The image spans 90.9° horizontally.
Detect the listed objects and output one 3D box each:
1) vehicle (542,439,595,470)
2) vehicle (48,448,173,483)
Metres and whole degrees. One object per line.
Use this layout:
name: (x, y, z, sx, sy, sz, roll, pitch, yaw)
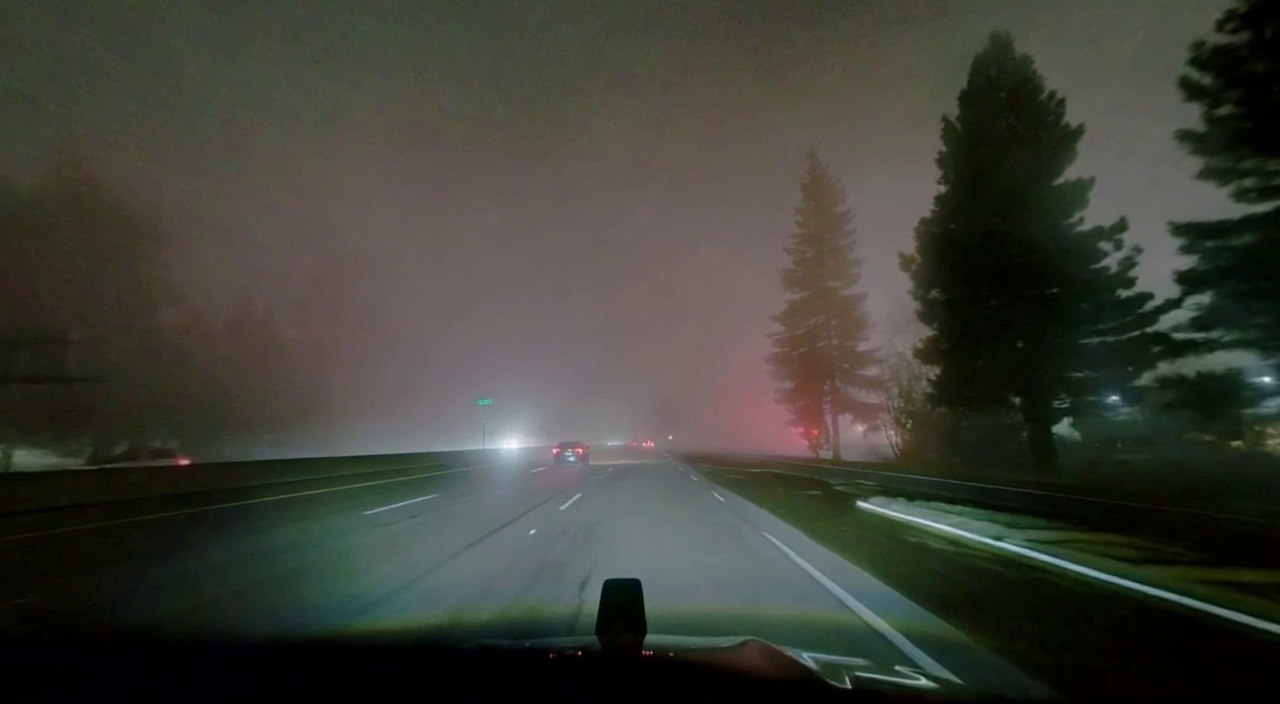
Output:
vehicle: (-3.540, 5.176, 31.974, 2.128, 1.450, 4.078, 0, -8, 1)
vehicle: (-24.424, 5.218, 29.352, 1.908, 1.439, 4.448, 0, -8, 1)
